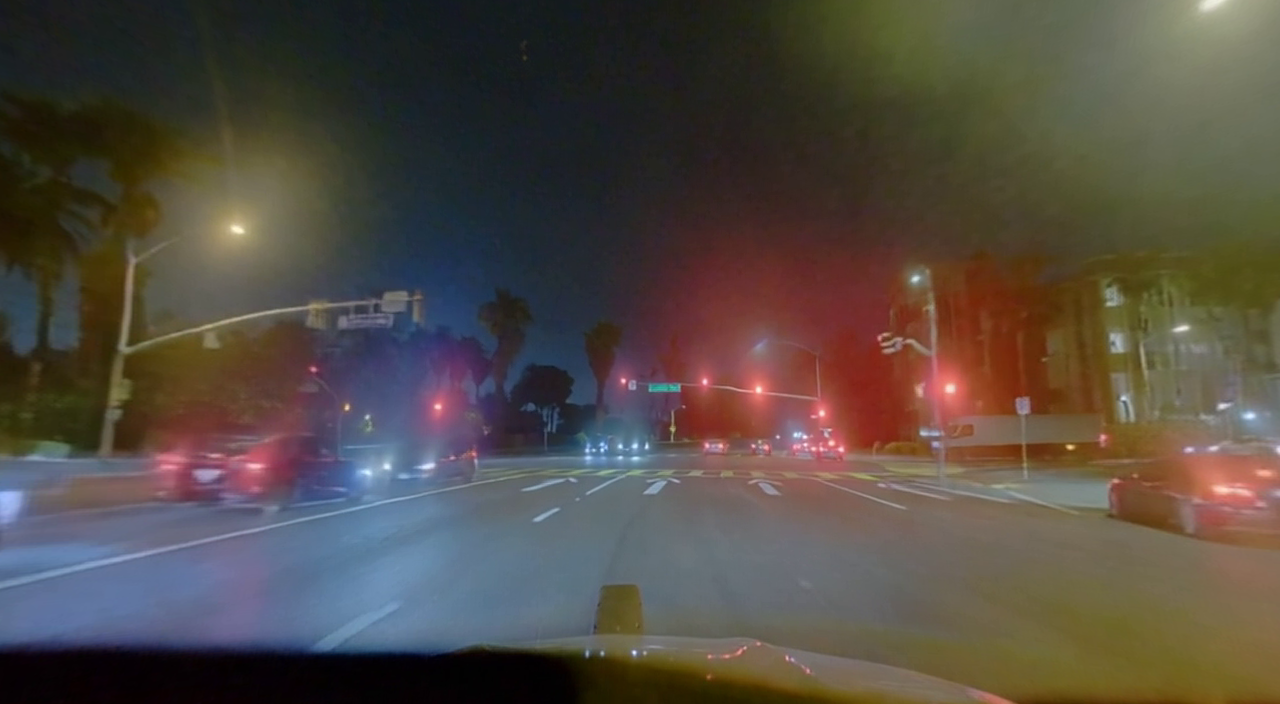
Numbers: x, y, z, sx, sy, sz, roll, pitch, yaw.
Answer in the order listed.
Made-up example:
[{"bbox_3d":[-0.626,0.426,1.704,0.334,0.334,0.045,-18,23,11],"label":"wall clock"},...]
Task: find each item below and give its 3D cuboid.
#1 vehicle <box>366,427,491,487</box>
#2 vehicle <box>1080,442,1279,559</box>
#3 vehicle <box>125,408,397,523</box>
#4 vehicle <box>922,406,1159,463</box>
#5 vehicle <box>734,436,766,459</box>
[{"bbox_3d":[-6.602,3.332,20.379,2.010,1.686,4.653,-1,-8,6],"label":"vehicle"},{"bbox_3d":[9.367,2.190,10.156,2.144,1.473,4.638,-2,-9,14],"label":"vehicle"},{"bbox_3d":[-6.928,2.142,12.439,2.188,1.789,4.881,-1,-8,2],"label":"vehicle"},{"bbox_3d":[25.627,5.431,41.191,12.701,3.428,3.061,-2,-8,8],"label":"vehicle"},{"bbox_3d":[8.414,7.324,48.459,2.255,1.708,4.328,-2,-8,10],"label":"vehicle"}]
